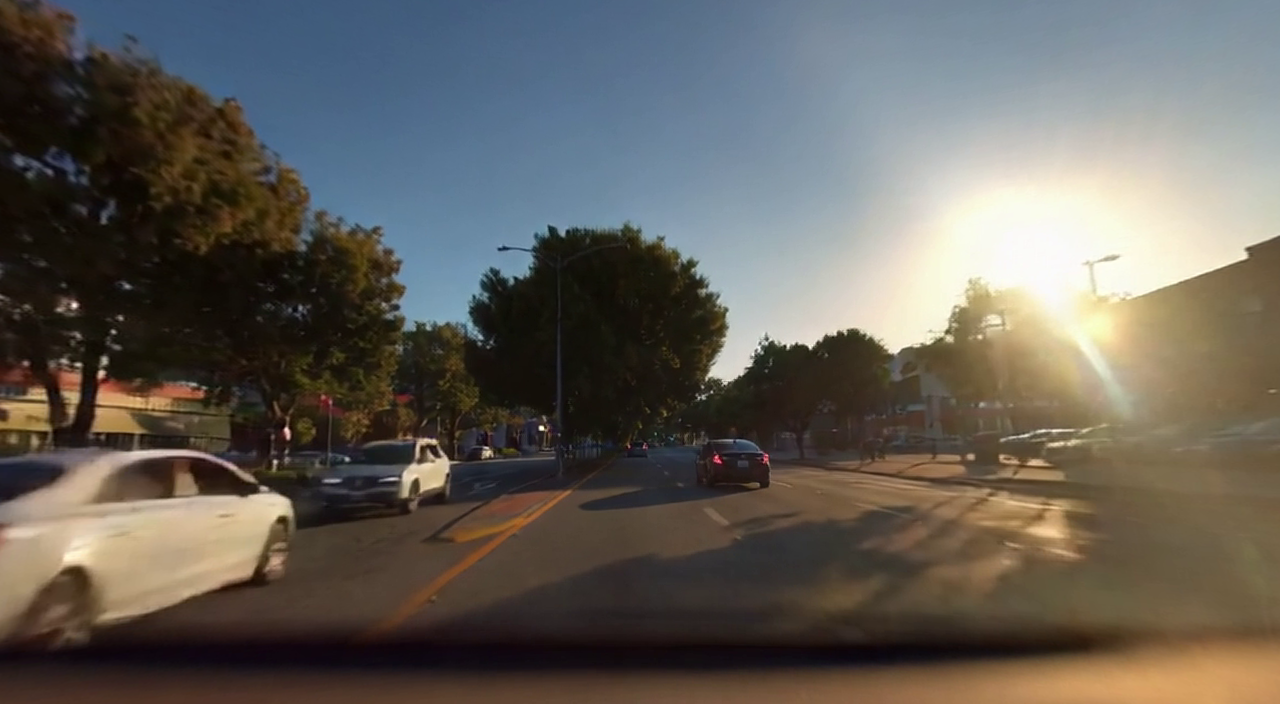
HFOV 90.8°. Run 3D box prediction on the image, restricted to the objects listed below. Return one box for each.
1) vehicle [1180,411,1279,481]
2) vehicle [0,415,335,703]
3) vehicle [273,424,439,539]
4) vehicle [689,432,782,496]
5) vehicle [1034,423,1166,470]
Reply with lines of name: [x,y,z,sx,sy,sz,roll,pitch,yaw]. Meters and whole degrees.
vehicle: [17.346,2.564,17.370,4.504,1.690,2.179,3,-11,-30]
vehicle: [-4.198,1.406,5.080,1.905,1.471,4.302,-1,-9,-8]
vehicle: [-5.117,2.372,12.145,2.134,1.660,4.625,0,-9,-14]
vehicle: [2.708,3.296,18.997,1.963,1.677,4.229,0,-9,-2]
vehicle: [17.559,3.591,24.122,4.591,1.645,1.914,4,-9,-24]
